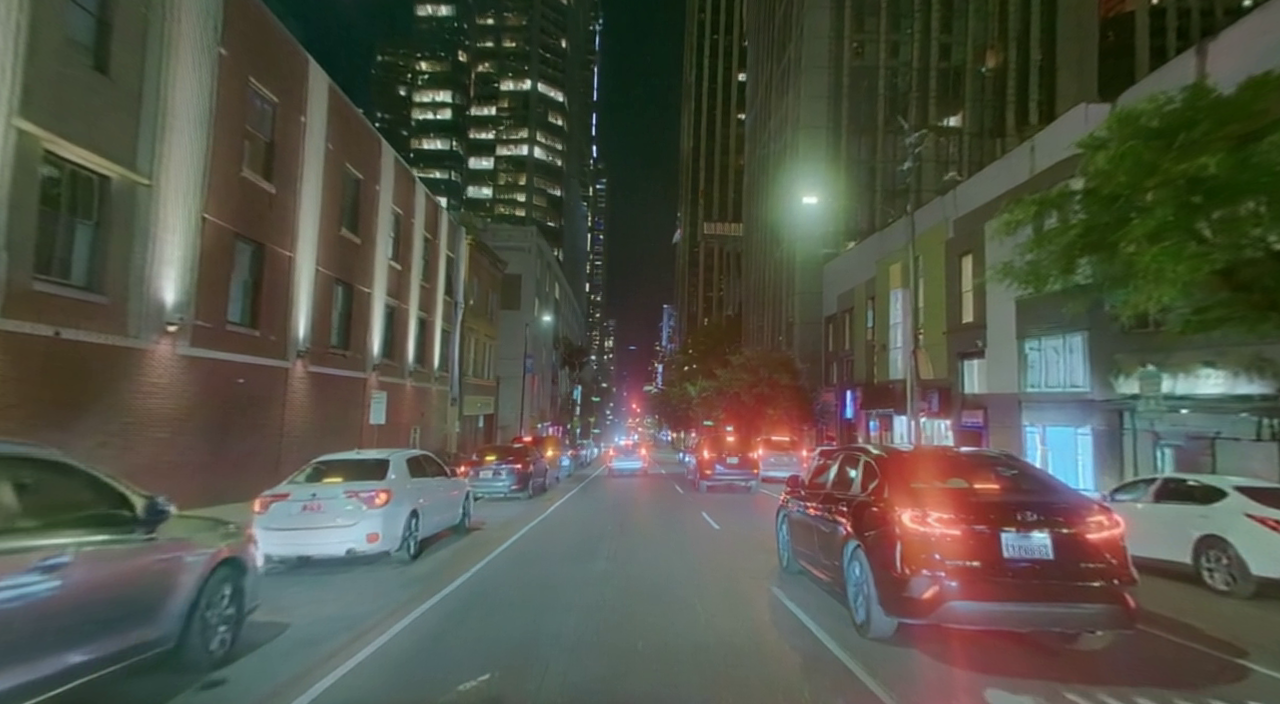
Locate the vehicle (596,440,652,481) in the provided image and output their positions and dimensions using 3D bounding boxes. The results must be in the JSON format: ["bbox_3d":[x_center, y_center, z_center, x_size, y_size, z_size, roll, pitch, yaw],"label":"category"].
[{"bbox_3d":[-0.587,4.146,24.279,2.007,1.460,3.923,0,-8,0],"label":"vehicle"}]

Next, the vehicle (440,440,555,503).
[{"bbox_3d":[-3.698,3.188,17.270,1.972,1.471,4.795,0,-8,1],"label":"vehicle"}]

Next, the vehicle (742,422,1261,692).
[{"bbox_3d":[2.435,1.501,5.918,2.080,1.495,4.591,0,-8,-1],"label":"vehicle"}]

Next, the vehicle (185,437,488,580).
[{"bbox_3d":[-3.679,1.953,8.753,1.954,1.462,4.407,0,-8,1],"label":"vehicle"}]

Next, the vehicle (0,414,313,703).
[{"bbox_3d":[-3.557,1.033,2.670,1.955,1.504,4.618,0,-8,-2],"label":"vehicle"}]

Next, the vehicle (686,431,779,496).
[{"bbox_3d":[2.645,3.310,19.090,2.002,1.707,4.547,0,-8,-1],"label":"vehicle"}]
